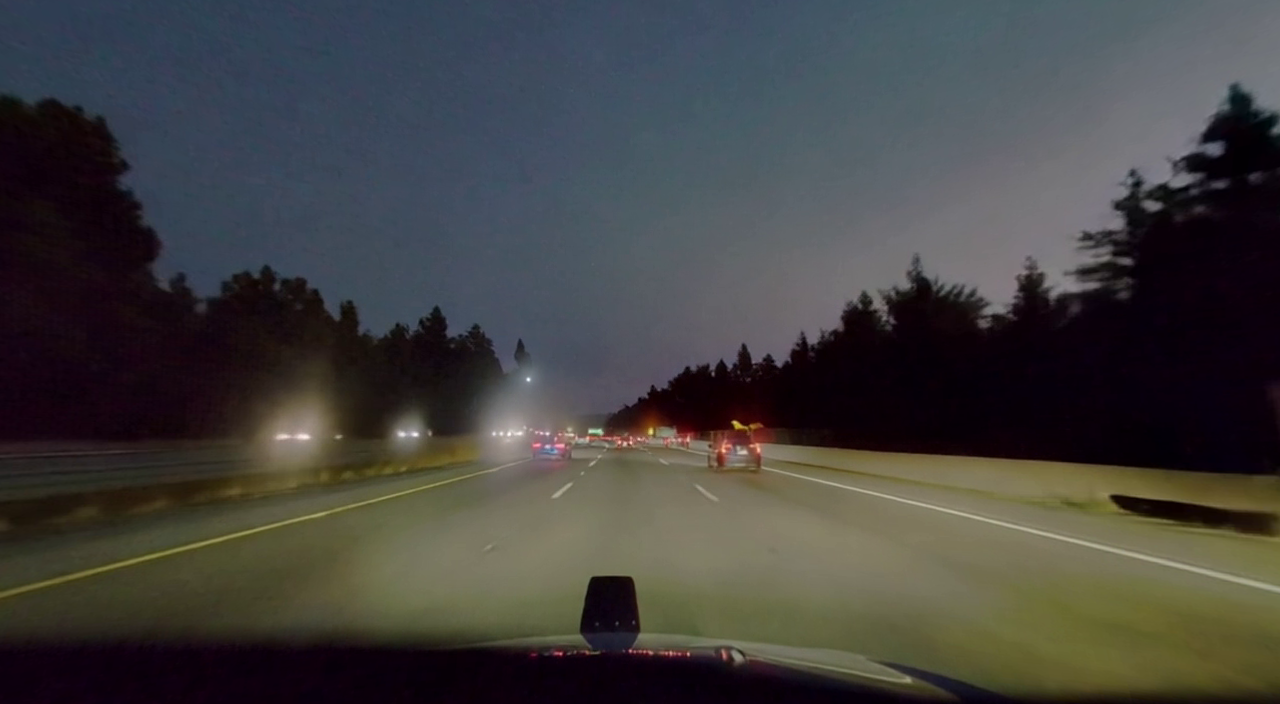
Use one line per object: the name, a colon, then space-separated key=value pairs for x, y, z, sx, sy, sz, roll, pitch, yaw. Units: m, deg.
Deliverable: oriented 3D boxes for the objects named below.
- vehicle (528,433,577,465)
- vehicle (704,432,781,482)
vehicle: x=-4.369 y=4.876 z=31.942 sx=1.941 sy=1.529 sz=4.111 roll=0 pitch=-8 yaw=-1
vehicle: x=3.430 y=3.562 z=21.756 sx=1.883 sy=1.536 sz=3.792 roll=0 pitch=-8 yaw=-2
